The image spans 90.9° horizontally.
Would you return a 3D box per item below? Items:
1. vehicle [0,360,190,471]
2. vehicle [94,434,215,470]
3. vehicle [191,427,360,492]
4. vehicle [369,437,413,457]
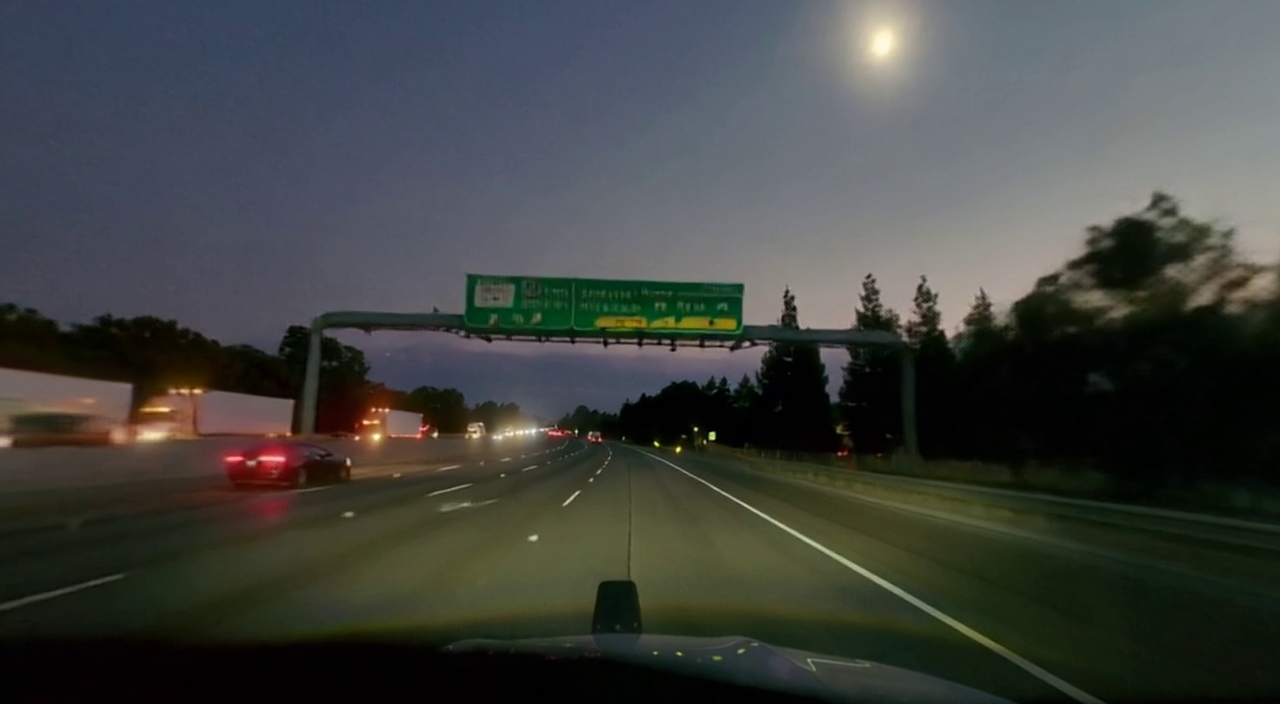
[{"bbox_3d":[-25.177,2.734,26.084,2.859,4.057,14.449,0,-8,-2],"label":"vehicle"},{"bbox_3d":[-21.593,4.436,28.319,2.076,1.446,4.276,0,-8,-1],"label":"vehicle"},{"bbox_3d":[-10.574,3.124,18.859,2.197,1.654,4.823,0,-8,-1],"label":"vehicle"},{"bbox_3d":[-18.423,7.047,46.802,1.833,1.439,3.471,0,-8,-1],"label":"vehicle"}]
